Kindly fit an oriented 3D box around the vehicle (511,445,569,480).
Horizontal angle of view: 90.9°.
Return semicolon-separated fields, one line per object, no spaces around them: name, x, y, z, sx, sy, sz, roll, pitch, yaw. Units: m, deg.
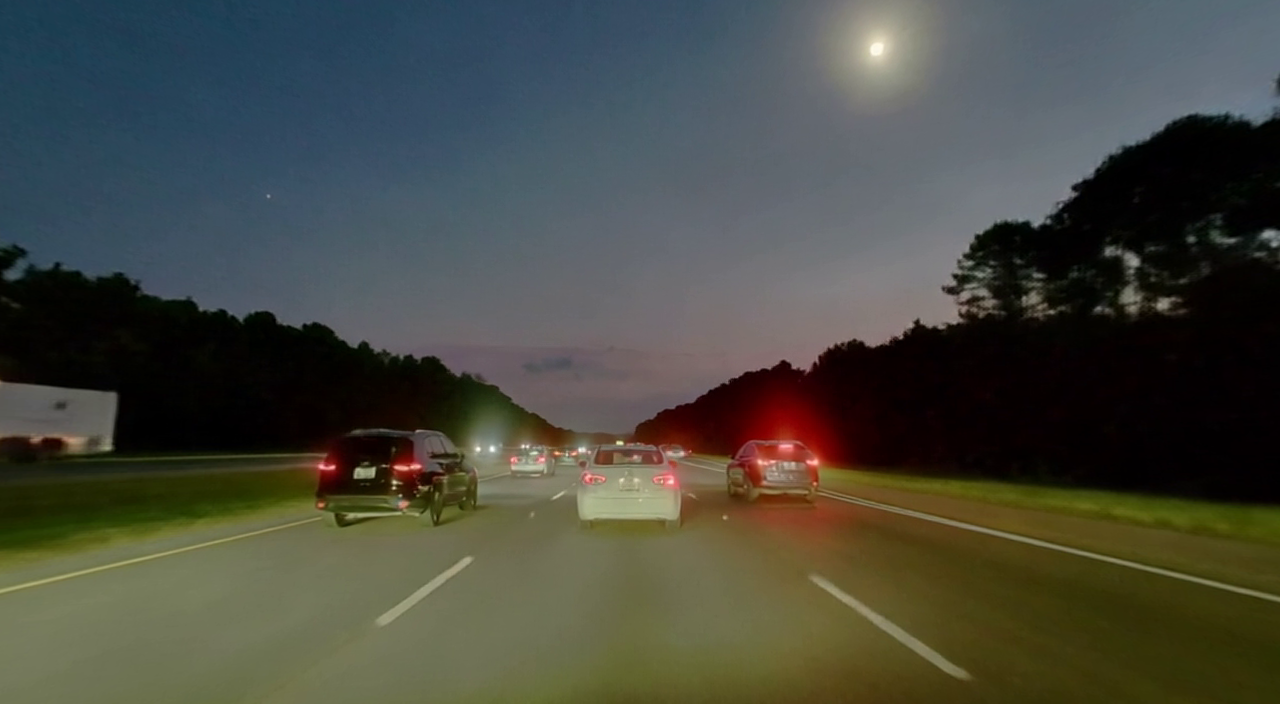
vehicle;-4.581;5.115;29.439;2.122;1.491;3.800;0;-9;-1

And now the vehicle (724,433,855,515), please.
vehicle;3.395;2.869;15.254;1.996;1.688;4.207;0;-9;-2

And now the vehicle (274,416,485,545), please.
vehicle;-3.991;2.038;10.542;1.830;1.703;4.142;0;-9;-2

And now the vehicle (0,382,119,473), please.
vehicle;-20.428;2.423;19.908;2.417;2.689;6.486;0;-9;-1

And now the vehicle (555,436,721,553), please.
vehicle;-0.098;2.164;10.251;2.120;1.478;4.179;0;-9;-2
